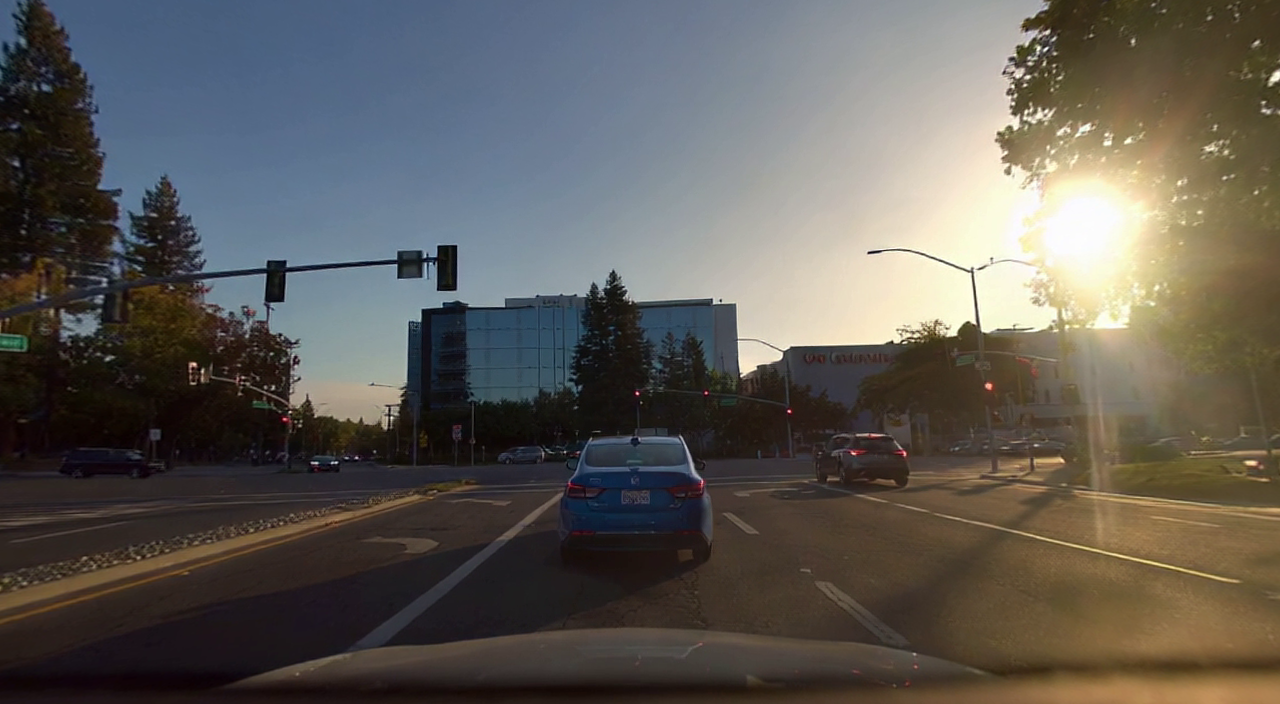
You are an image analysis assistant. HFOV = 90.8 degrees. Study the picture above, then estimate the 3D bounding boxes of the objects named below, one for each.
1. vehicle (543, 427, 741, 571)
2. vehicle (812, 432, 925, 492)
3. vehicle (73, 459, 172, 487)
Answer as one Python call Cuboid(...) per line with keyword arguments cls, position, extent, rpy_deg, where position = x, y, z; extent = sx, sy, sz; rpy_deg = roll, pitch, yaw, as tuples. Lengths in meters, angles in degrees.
Cuboid(cls="vehicle", position=(-0.033, 1.860, 8.796), extent=(2.070, 1.488, 4.206), rpy_deg=(0, -8, -2))
Cuboid(cls="vehicle", position=(7.049, 3.436, 20.067), extent=(2.039, 1.692, 4.319), rpy_deg=(0, -8, 1))
Cuboid(cls="vehicle", position=(-32.397, 7.550, 39.625), extent=(4.401, 1.625, 1.863), rpy_deg=(0, -8, -4))
